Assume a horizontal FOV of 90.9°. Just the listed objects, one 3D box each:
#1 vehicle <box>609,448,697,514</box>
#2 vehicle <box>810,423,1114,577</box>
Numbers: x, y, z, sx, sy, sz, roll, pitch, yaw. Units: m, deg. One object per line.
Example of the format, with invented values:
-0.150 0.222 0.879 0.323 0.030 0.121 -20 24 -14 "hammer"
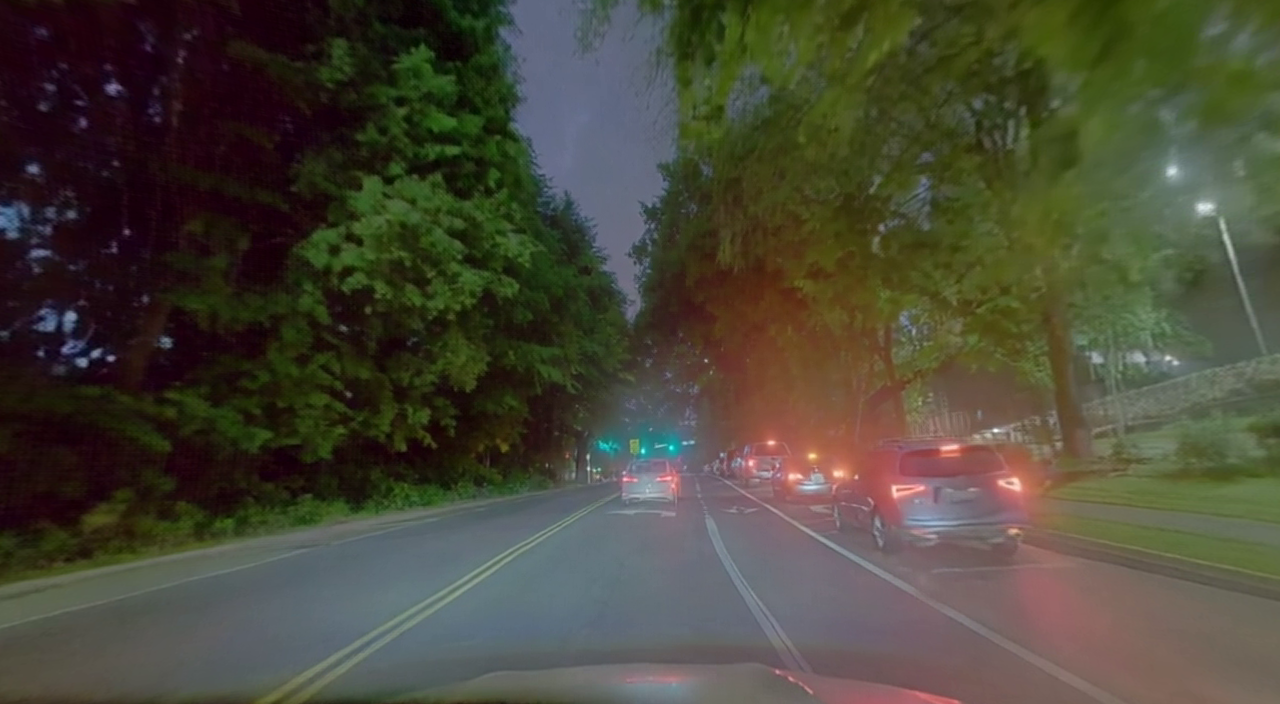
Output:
0.384 3.367 17.031 2.078 1.521 4.058 0 -8 2 "vehicle"
4.086 1.930 9.129 1.957 1.629 4.609 0 -8 0 "vehicle"
